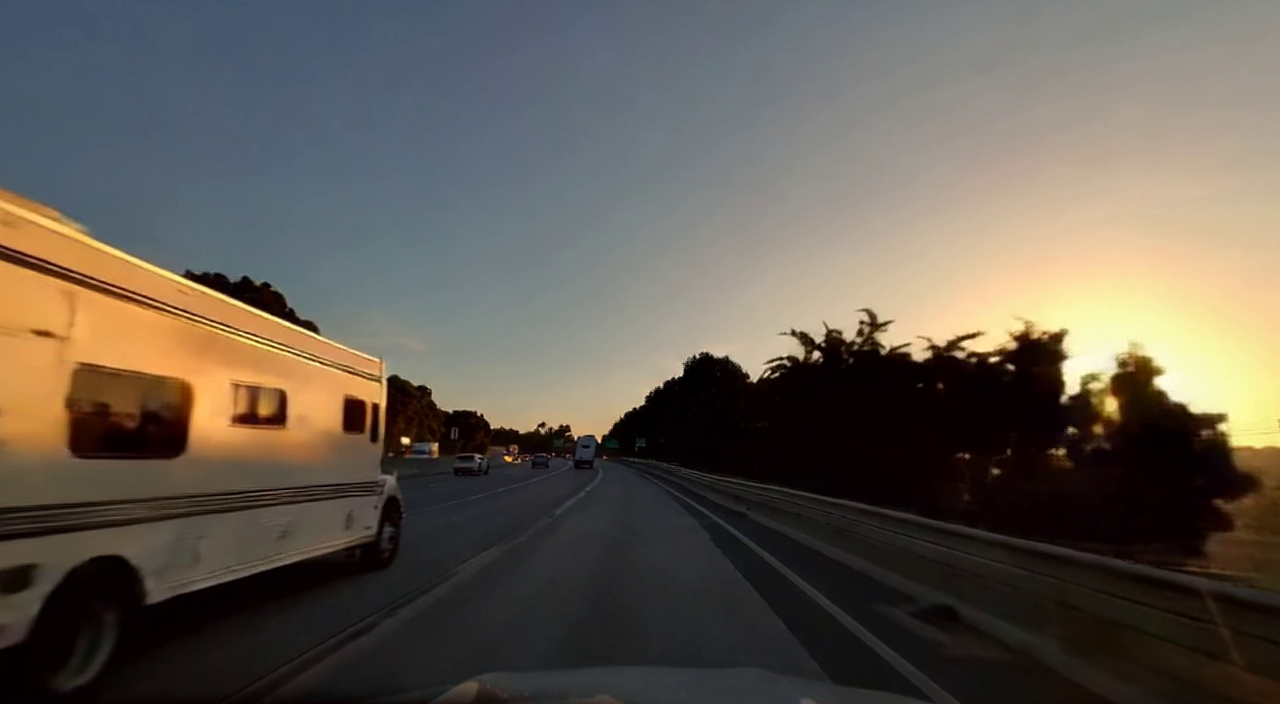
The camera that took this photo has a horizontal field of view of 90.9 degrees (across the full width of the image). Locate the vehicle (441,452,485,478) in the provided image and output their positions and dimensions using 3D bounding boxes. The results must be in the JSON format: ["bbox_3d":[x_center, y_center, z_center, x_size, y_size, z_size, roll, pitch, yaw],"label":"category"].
[{"bbox_3d":[-12.780,8.195,45.847,2.005,1.774,4.610,0,-9,-2],"label":"vehicle"}]

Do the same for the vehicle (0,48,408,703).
[{"bbox_3d":[-4.169,0.304,3.849,2.542,2.965,7.637,0,-10,0],"label":"vehicle"}]
